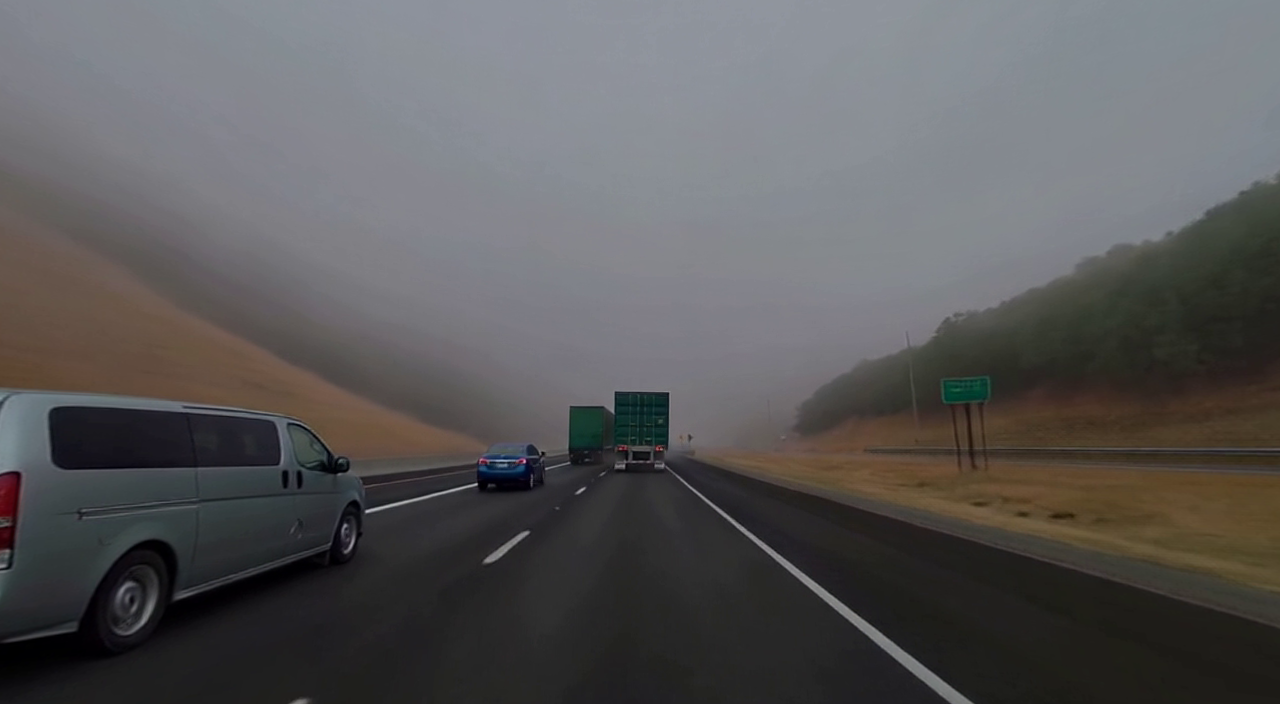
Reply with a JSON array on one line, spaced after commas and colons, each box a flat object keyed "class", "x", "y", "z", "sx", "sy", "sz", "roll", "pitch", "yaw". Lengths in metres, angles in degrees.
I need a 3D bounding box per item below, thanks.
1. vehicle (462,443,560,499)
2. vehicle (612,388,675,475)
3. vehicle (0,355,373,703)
[{"class": "vehicle", "x": -3.636, "y": 3.417, "z": 18.650, "sx": 1.950, "sy": 1.446, "sz": 4.224, "roll": 0, "pitch": -8, "yaw": 1}, {"class": "vehicle", "x": 0.297, "y": 4.452, "z": 34.504, "sx": 2.913, "sy": 3.988, "sz": 10.874, "roll": 0, "pitch": -8, "yaw": 1}, {"class": "vehicle", "x": -4.160, "y": 1.156, "z": 4.706, "sx": 2.136, "sy": 1.779, "sz": 4.875, "roll": 0, "pitch": -8, "yaw": 1}]
